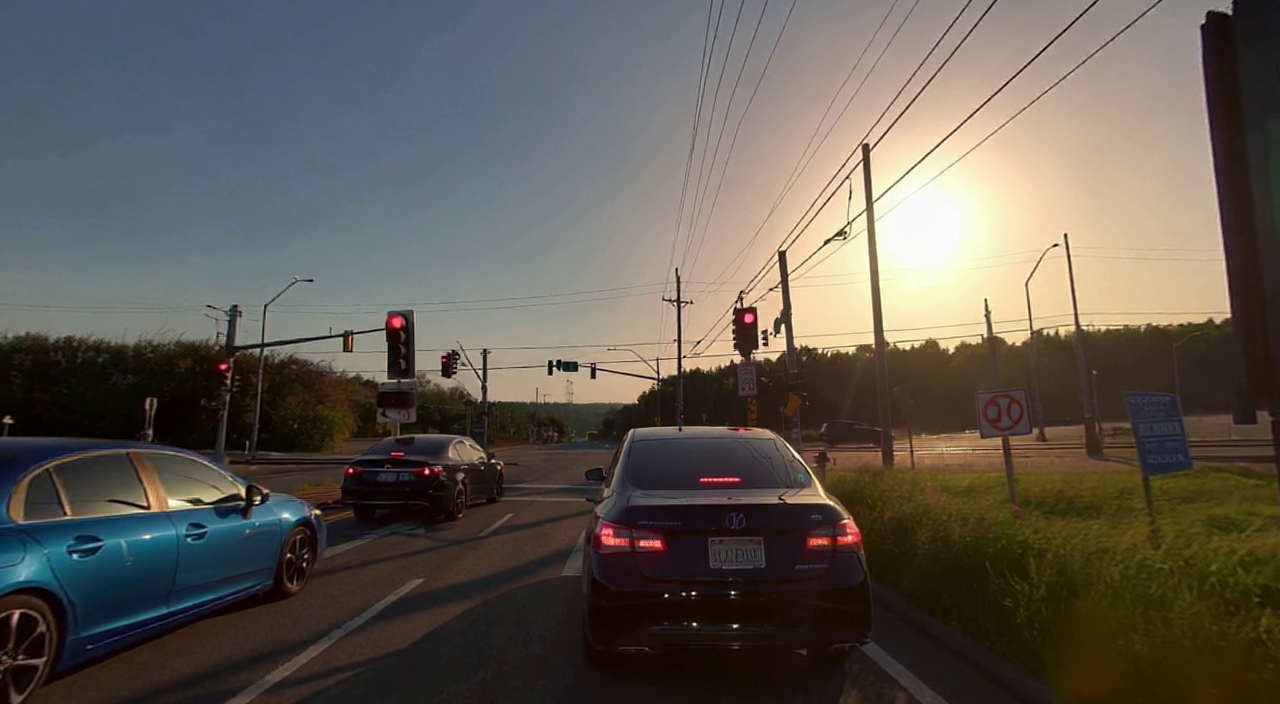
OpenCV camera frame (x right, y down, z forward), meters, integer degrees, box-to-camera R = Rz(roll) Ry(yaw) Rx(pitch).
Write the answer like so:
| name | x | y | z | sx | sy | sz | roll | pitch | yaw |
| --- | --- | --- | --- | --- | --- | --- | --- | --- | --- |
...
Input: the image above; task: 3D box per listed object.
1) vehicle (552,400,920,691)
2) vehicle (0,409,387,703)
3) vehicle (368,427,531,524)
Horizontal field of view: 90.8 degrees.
| name | x | y | z | sx | sy | sz | roll | pitch | yaw |
| --- | --- | --- | --- | --- | --- | --- | --- | --- | --- |
| vehicle | 0.406 | 1.329 | 5.455 | 1.998 | 1.529 | 3.960 | 1 | -9 | -4 |
| vehicle | -3.715 | 1.255 | 4.495 | 1.956 | 1.468 | 4.585 | 0 | -9 | -1 |
| vehicle | -3.366 | 2.257 | 12.070 | 1.984 | 1.505 | 4.047 | 0 | -9 | -2 |
